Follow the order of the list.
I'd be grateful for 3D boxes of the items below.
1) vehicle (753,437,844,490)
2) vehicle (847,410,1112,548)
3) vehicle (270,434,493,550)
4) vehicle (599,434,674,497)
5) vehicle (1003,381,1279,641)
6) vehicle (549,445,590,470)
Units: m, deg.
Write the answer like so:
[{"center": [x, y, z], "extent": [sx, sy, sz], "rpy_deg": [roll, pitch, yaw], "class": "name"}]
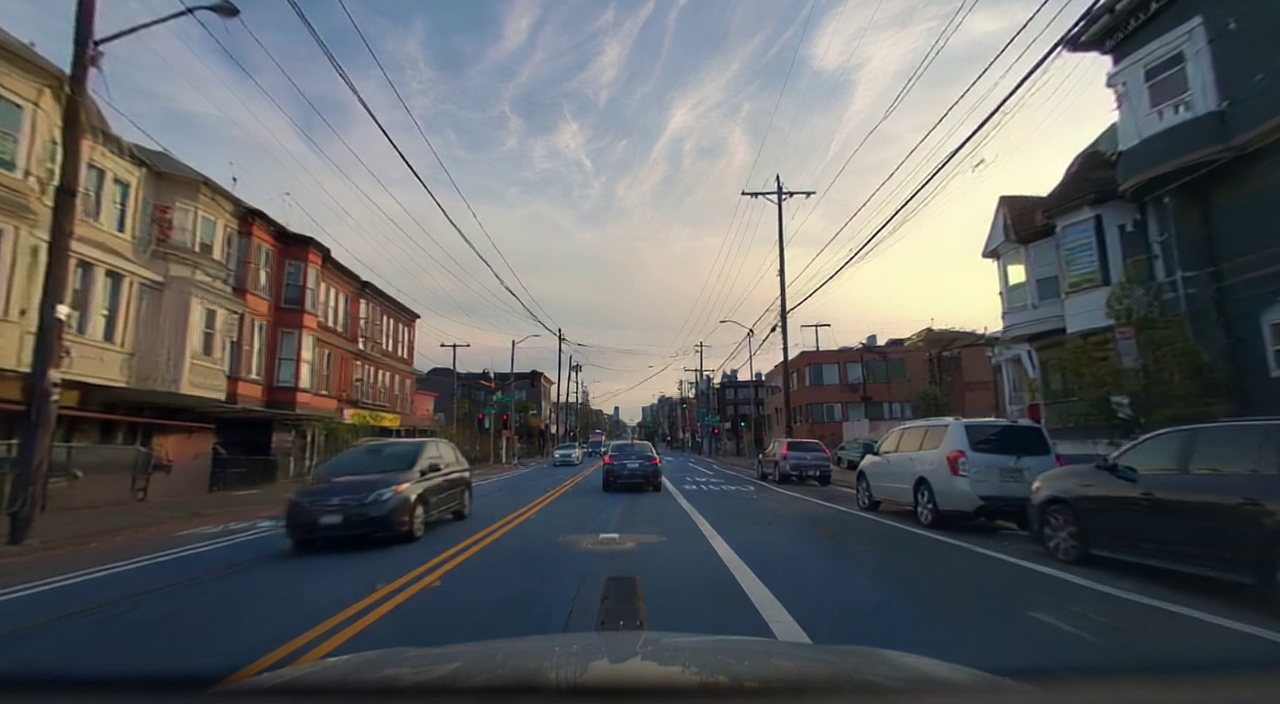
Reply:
[{"center": [6.232, 4.450, 25.678], "extent": [2.197, 1.917, 5.637], "rpy_deg": [0, -9, 0], "class": "vehicle"}, {"center": [6.158, 2.379, 12.573], "extent": [2.208, 2.106, 5.496], "rpy_deg": [0, -9, 0], "class": "vehicle"}, {"center": [-3.965, 2.195, 10.648], "extent": [1.968, 1.524, 4.304], "rpy_deg": [0, -9, -1], "class": "vehicle"}, {"center": [-0.098, 3.283, 18.570], "extent": [1.980, 1.635, 3.795], "rpy_deg": [0, -9, 0], "class": "vehicle"}, {"center": [6.198, 1.369, 5.703], "extent": [2.203, 2.052, 5.975], "rpy_deg": [0, -9, -1], "class": "vehicle"}, {"center": [-4.518, 6.805, 41.084], "extent": [2.181, 1.500, 4.319], "rpy_deg": [0, -9, 0], "class": "vehicle"}]
